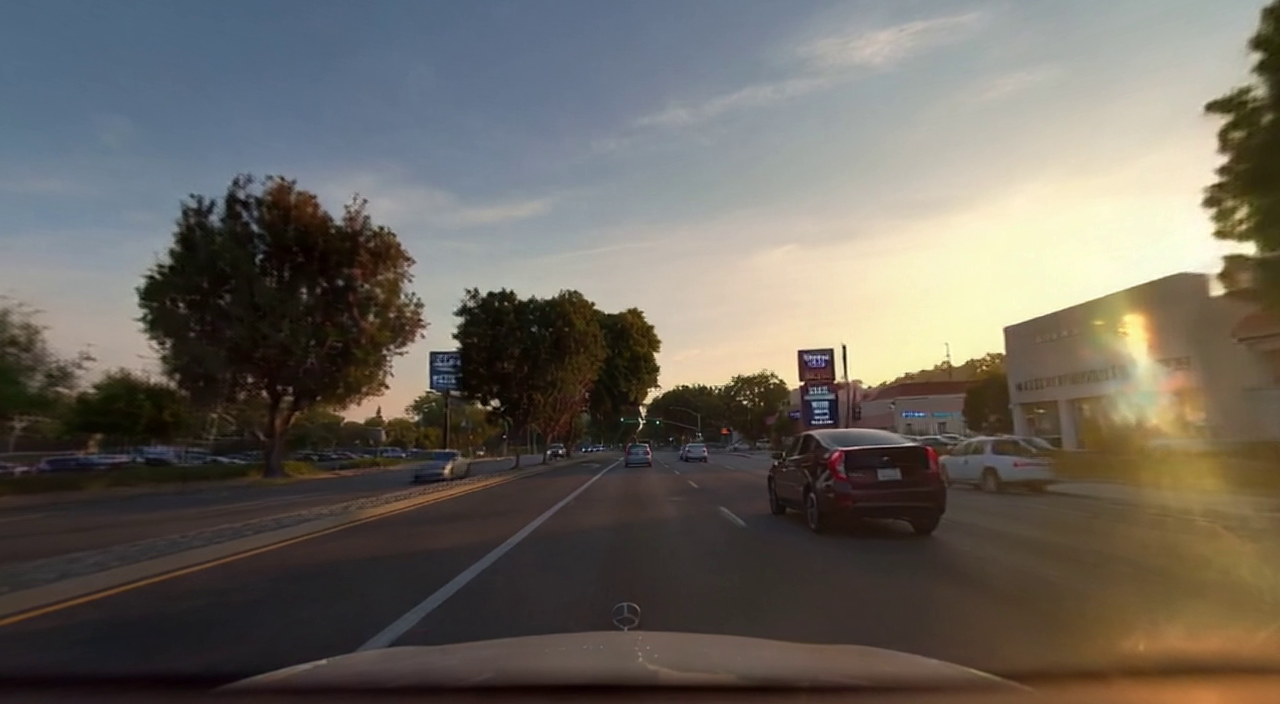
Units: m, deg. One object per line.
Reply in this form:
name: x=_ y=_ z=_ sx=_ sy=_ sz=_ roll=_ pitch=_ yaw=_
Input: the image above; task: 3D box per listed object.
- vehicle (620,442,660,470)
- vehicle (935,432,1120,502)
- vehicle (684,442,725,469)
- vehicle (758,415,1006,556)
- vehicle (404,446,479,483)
vehicle: x=0.021 y=5.870 z=35.807 sx=2.135 sy=1.468 sz=4.076 roll=0 pitch=-8 yaw=0
vehicle: x=10.791 y=3.224 z=18.250 sx=2.154 sy=1.690 sz=5.208 roll=1 pitch=-8 yaw=2
vehicle: x=3.697 y=6.043 z=36.955 sx=1.889 sy=1.473 sz=4.303 roll=0 pitch=-8 yaw=0
vehicle: x=3.267 y=1.897 z=9.678 sx=2.022 sy=1.643 sz=4.326 roll=0 pitch=-8 yaw=-1
vehicle: x=-8.539 y=4.853 z=27.547 sx=1.862 sy=1.446 sz=4.333 roll=0 pitch=-8 yaw=0
